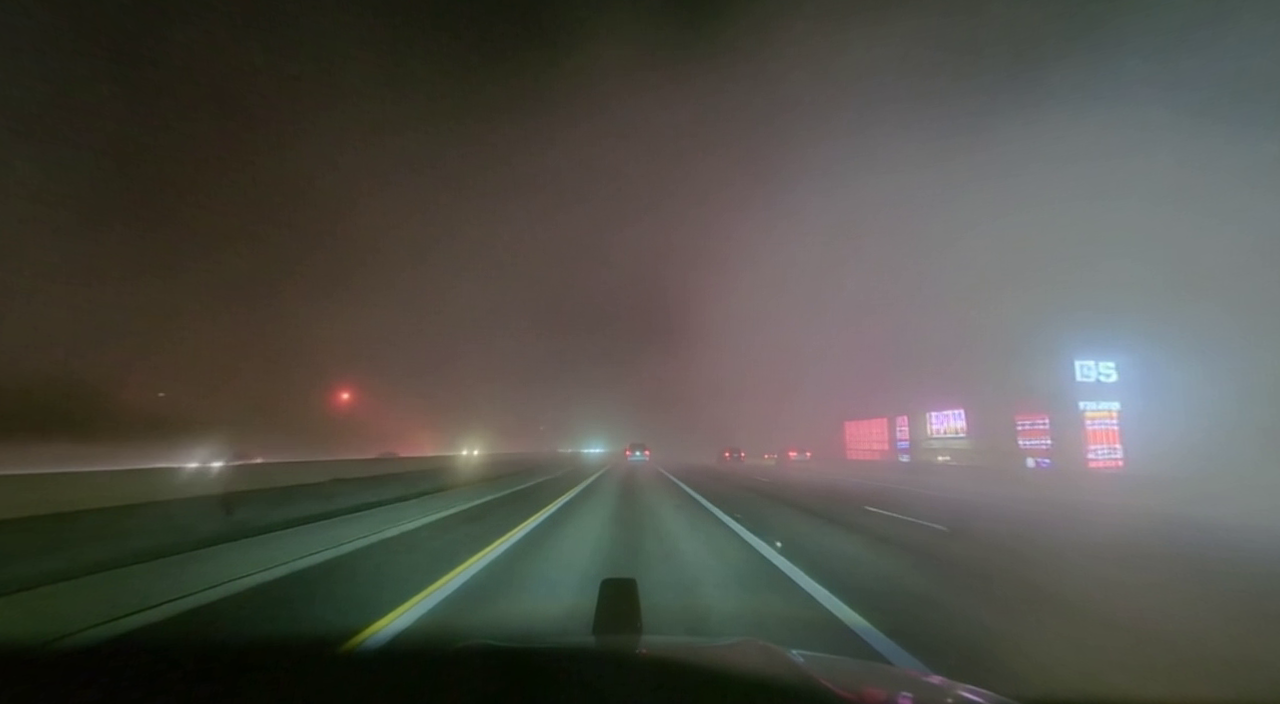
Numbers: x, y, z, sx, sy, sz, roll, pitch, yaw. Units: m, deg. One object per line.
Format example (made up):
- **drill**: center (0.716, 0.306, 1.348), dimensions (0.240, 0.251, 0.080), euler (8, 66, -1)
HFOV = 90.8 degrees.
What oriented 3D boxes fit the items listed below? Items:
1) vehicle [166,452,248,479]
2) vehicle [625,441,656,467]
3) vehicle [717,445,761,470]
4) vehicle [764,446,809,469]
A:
- **vehicle**: center (-25.483, 6.680, 37.413), dimensions (1.735, 1.385, 4.495), euler (0, -8, -1)
- **vehicle**: center (-0.031, 7.518, 46.548), dimensions (2.154, 1.786, 5.045), euler (0, -8, -2)
- **vehicle**: center (6.284, 6.751, 40.529), dimensions (1.976, 1.477, 4.448), euler (0, -9, -2)
- **vehicle**: center (10.152, 7.333, 44.094), dimensions (1.953, 1.473, 4.512), euler (0, -8, -2)
